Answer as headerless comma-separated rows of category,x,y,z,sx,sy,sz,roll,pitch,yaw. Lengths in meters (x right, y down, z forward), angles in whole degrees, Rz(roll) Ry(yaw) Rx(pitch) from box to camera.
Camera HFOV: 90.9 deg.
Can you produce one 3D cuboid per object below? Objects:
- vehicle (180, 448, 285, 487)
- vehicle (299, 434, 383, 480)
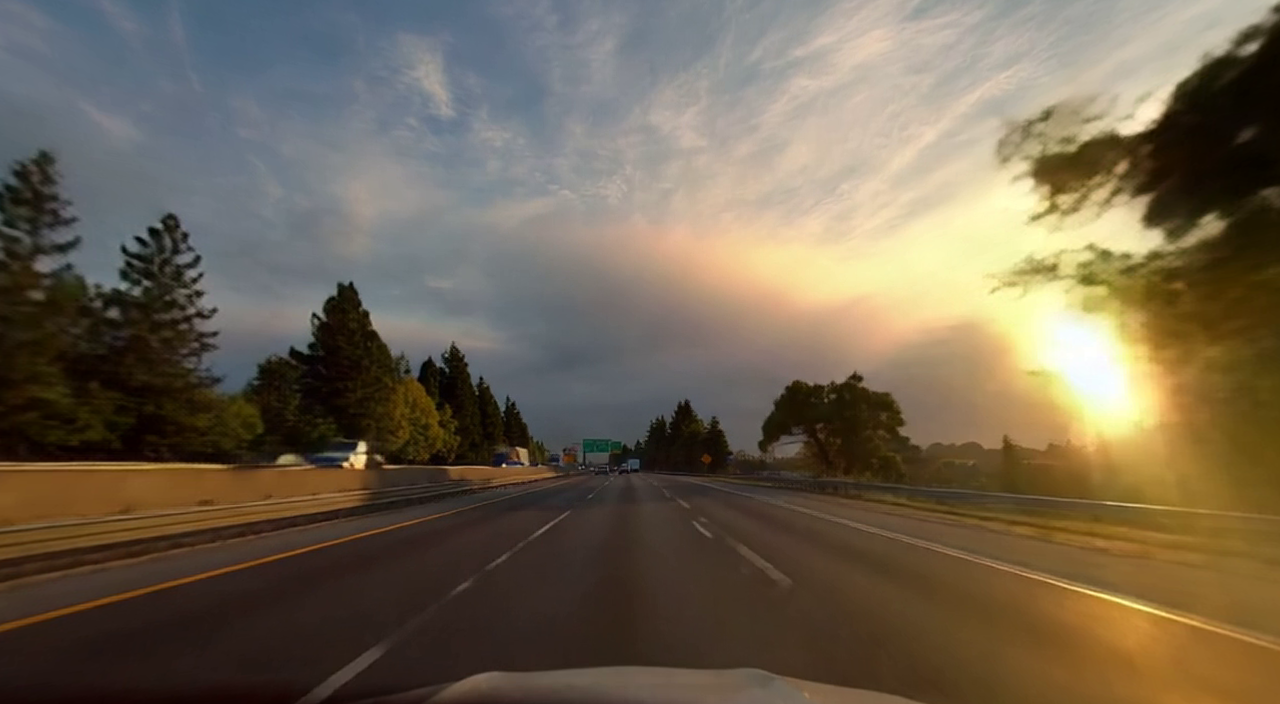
vehicle,-16.388,4.680,25.560,1.855,1.412,3.502,1,-10,-1
vehicle,-19.286,6.895,41.075,2.252,2.669,6.834,1,-10,-2
